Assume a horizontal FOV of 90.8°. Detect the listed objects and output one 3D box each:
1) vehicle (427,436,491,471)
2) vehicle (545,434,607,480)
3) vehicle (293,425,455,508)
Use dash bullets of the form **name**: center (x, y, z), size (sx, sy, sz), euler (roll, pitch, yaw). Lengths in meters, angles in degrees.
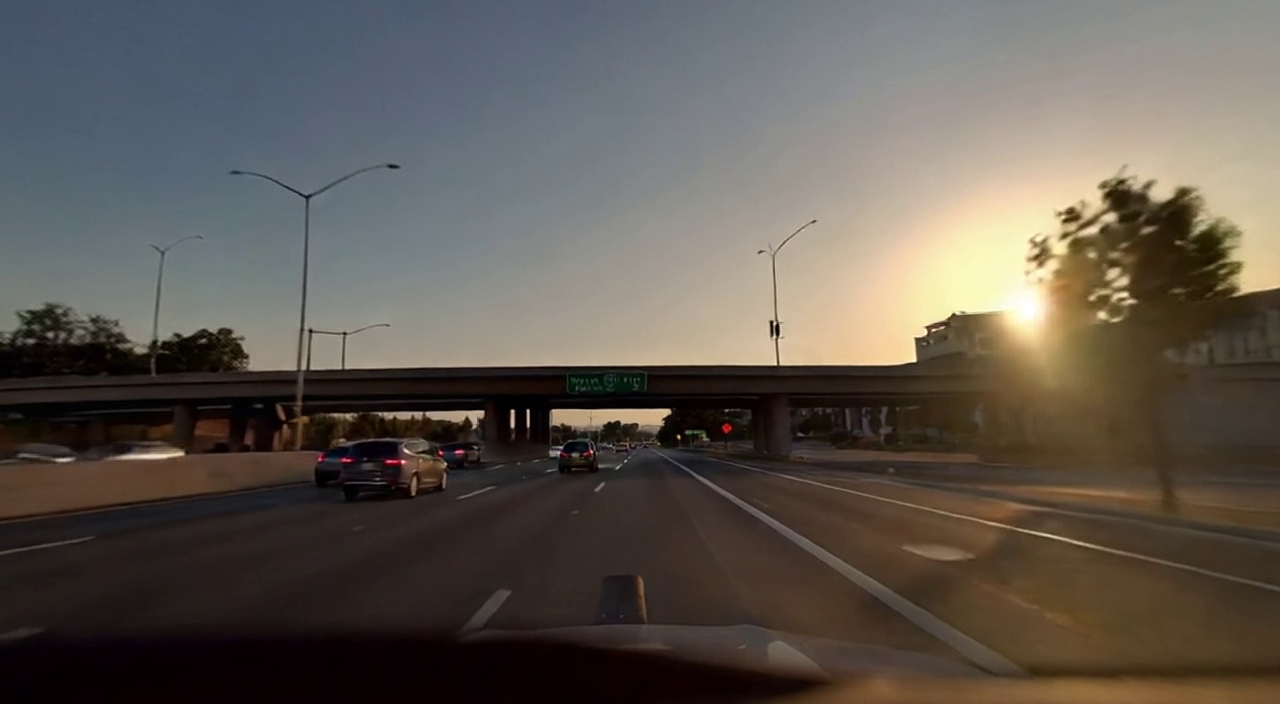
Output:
- **vehicle**: center (-9.690, 5.463, 34.242), size (1.969, 1.759, 4.758), euler (0, -8, 1)
- **vehicle**: center (-2.487, 4.230, 25.744), size (2.027, 1.697, 4.307), euler (0, -8, 1)
- **vehicle**: center (-6.489, 2.844, 16.162), size (2.015, 1.762, 4.790), euler (0, -8, 1)
